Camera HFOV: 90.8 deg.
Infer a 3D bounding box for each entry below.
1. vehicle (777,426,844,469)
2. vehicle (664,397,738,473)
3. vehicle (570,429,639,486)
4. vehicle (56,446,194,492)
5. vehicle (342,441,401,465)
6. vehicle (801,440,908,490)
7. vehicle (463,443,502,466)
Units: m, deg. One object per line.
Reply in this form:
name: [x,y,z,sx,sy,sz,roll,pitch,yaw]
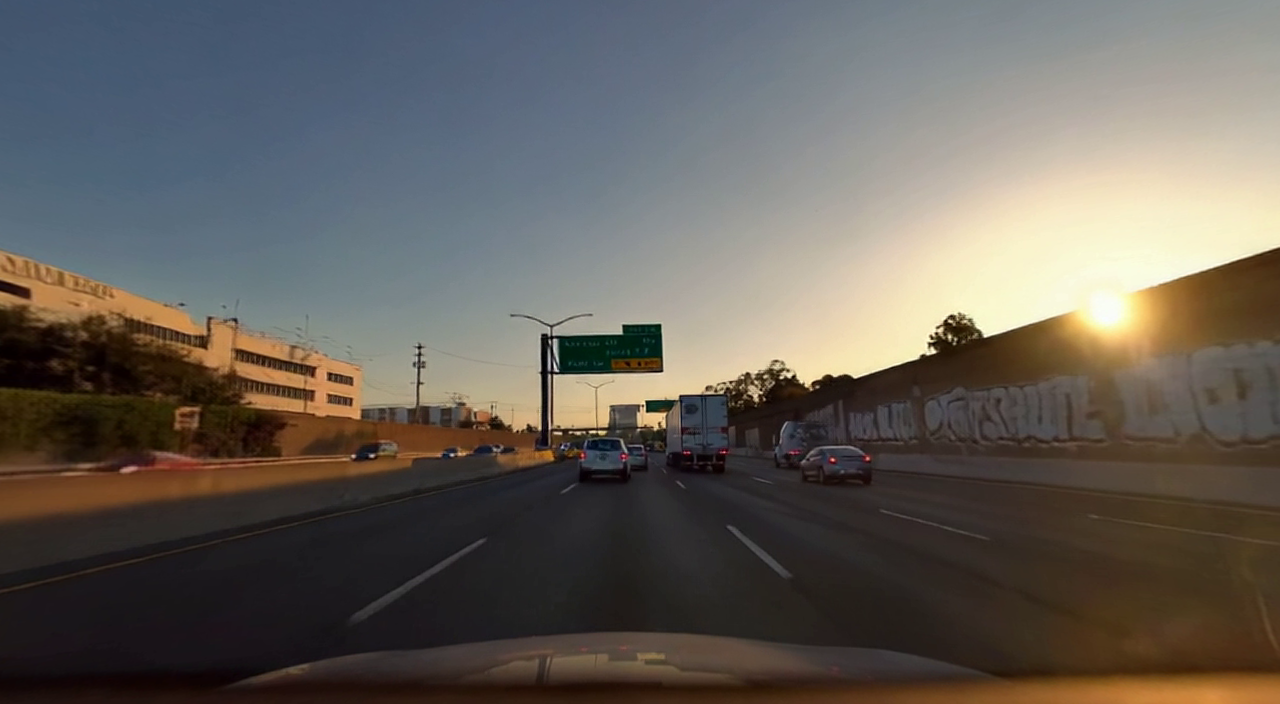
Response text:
vehicle: [10.054,5.731,37.896,2.322,2.360,6.433,0,-9,1]
vehicle: [3.233,4.928,36.800,2.976,3.806,10.591,0,-9,-1]
vehicle: [-1.318,3.870,23.354,2.249,1.843,5.176,1,-9,-3]
vehicle: [-17.181,3.893,21.327,1.607,1.389,3.580,0,-9,0]
vehicle: [-19.387,7.324,45.849,2.164,1.657,4.809,0,-9,0]
vehicle: [7.049,3.747,21.337,1.915,1.476,4.677,0,-9,-1]
vehicle: [-10.892,7.126,43.880,1.674,1.481,3.535,1,-9,1]
